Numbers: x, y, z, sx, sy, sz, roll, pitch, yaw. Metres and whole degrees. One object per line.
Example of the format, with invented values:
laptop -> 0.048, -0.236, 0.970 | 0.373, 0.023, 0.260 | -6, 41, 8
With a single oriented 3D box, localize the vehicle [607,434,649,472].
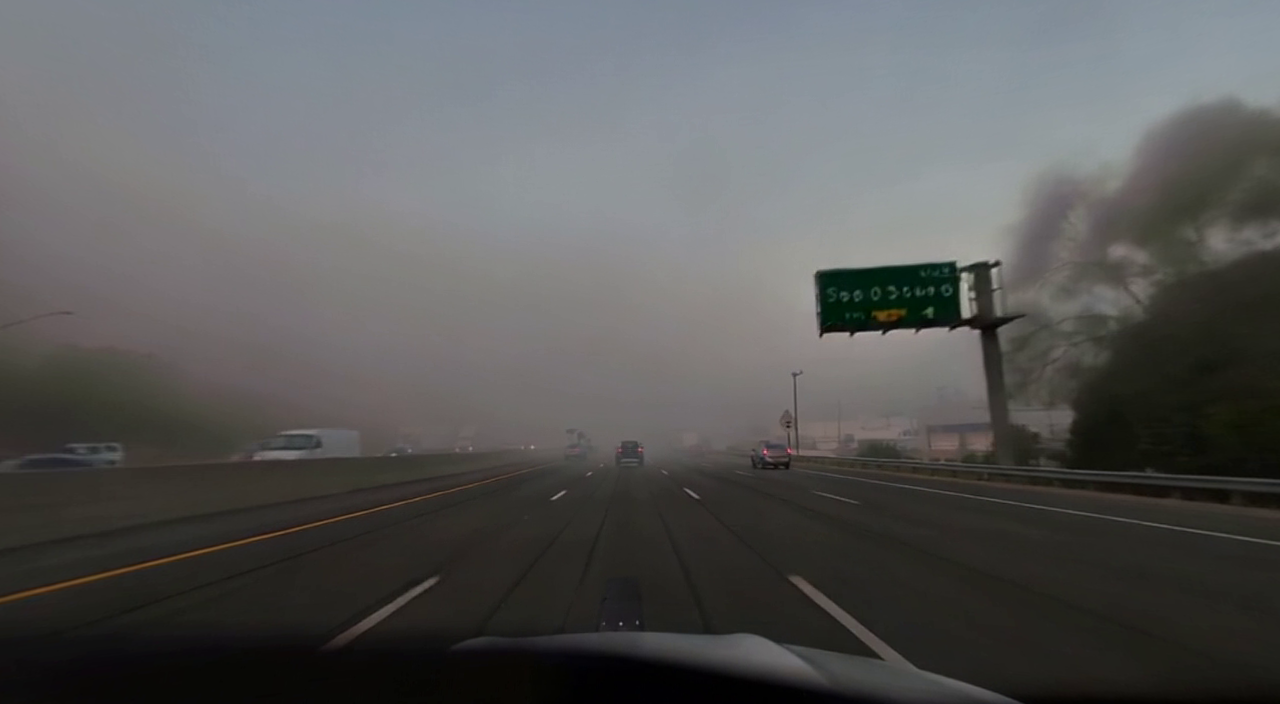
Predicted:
vehicle -> -0.564, 5.180, 32.544 | 2.002, 1.759, 4.658 | 0, -9, 0

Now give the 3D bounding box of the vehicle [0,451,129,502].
vehicle -> -17.591, 3.711, 19.115 | 1.469, 1.355, 3.317 | 0, -9, -1

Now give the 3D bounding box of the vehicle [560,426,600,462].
vehicle -> -4.483, 7.049, 48.239 | 2.398, 2.593, 5.808 | 0, -9, 1

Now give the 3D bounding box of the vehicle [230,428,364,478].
vehicle -> -14.023, 4.203, 26.393 | 2.361, 1.835, 5.770 | 0, -9, 0

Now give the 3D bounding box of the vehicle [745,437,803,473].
vehicle -> 6.758, 5.241, 32.343 | 1.944, 1.666, 4.184 | 0, -9, -2
